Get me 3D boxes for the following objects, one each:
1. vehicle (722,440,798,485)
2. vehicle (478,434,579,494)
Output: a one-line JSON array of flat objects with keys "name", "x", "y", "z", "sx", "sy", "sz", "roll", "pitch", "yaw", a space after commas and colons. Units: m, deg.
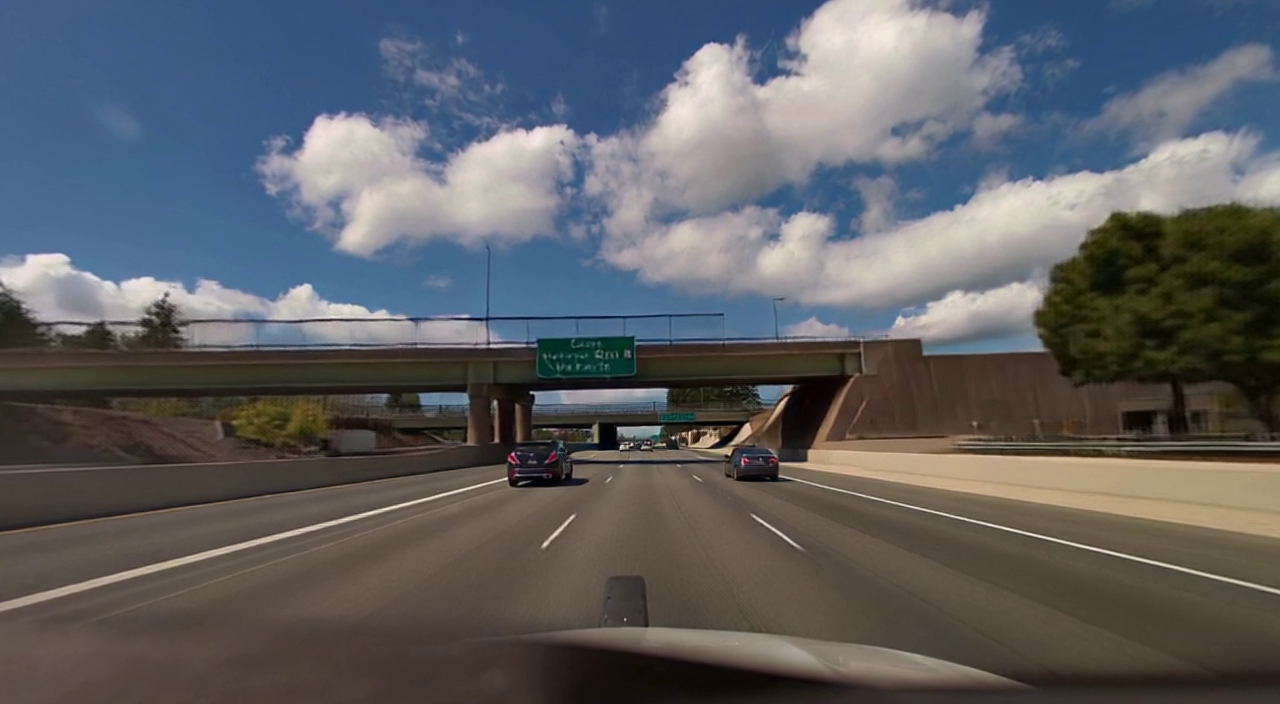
[{"name": "vehicle", "x": 4.264, "y": 3.995, "z": 23.111, "sx": 1.908, "sy": 1.483, "sz": 4.259, "roll": 0, "pitch": -8, "yaw": -1}, {"name": "vehicle", "x": -3.467, "y": 3.603, "z": 20.739, "sx": 2.259, "sy": 1.706, "sz": 4.924, "roll": 0, "pitch": -8, "yaw": 2}]
